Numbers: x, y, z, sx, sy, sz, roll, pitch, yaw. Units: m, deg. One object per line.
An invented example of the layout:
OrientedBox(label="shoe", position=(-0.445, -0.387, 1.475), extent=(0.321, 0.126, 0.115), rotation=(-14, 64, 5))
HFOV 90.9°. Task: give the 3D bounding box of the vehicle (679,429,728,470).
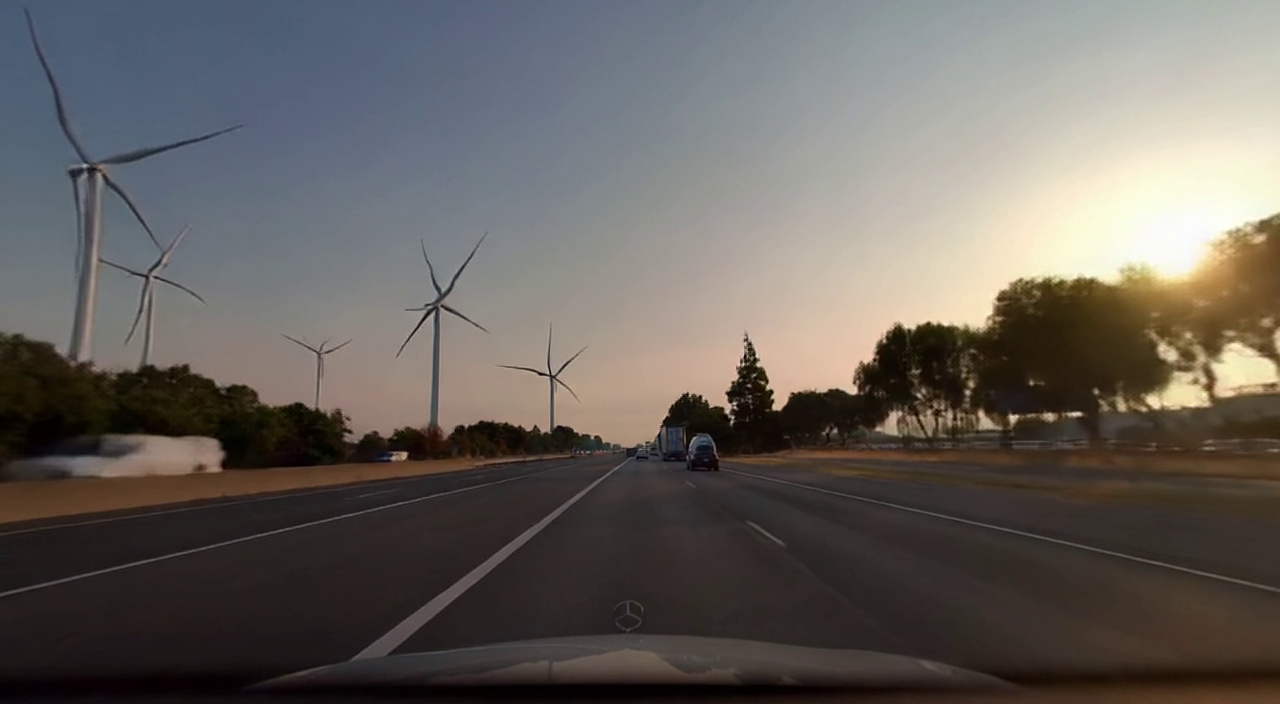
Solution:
OrientedBox(label="vehicle", position=(4.295, 6.740, 43.514), extent=(2.609, 2.648, 5.397), rotation=(0, -9, -2))
